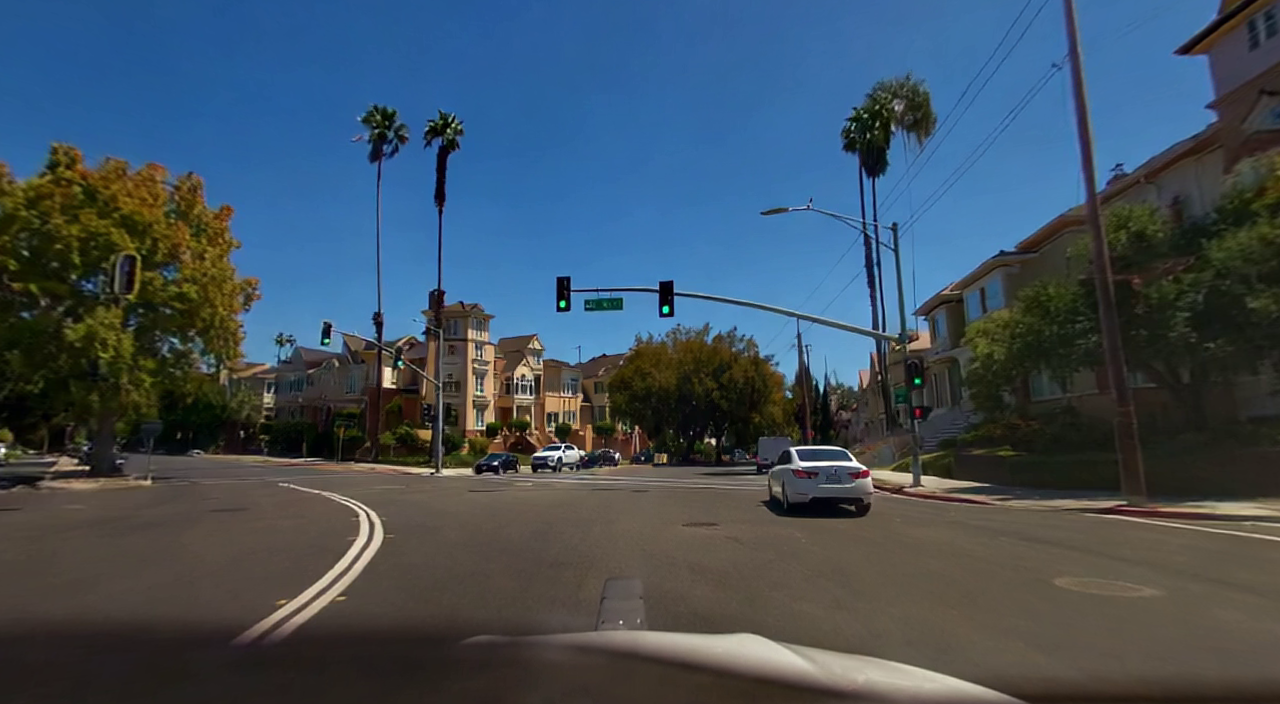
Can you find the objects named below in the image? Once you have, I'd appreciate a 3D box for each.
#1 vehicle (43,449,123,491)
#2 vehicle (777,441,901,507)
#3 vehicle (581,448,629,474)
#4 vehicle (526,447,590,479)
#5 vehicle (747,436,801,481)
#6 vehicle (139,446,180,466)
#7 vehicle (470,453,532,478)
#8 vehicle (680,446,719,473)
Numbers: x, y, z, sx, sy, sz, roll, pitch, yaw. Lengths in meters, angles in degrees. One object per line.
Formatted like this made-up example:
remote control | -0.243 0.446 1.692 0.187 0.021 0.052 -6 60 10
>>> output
vehicle | -22.790 4.746 25.770 2.005 1.533 4.499 8 -12 -44
vehicle | 5.264 3.281 17.448 2.096 1.552 4.519 0 -9 2
vehicle | -2.305 7.280 42.479 1.852 1.498 4.238 -6 -9 16
vehicle | -4.576 6.256 36.008 1.959 1.515 4.668 -2 -7 15
vehicle | 6.546 5.254 31.357 2.109 2.002 4.424 -1 -9 6
vehicle | -37.039 8.022 48.674 2.013 1.442 4.173 8 -12 -42
vehicle | -8.066 6.581 36.907 1.891 1.358 3.828 -3 -9 16
vehicle | 3.813 6.773 39.948 1.923 1.576 4.026 -2 -9 12
